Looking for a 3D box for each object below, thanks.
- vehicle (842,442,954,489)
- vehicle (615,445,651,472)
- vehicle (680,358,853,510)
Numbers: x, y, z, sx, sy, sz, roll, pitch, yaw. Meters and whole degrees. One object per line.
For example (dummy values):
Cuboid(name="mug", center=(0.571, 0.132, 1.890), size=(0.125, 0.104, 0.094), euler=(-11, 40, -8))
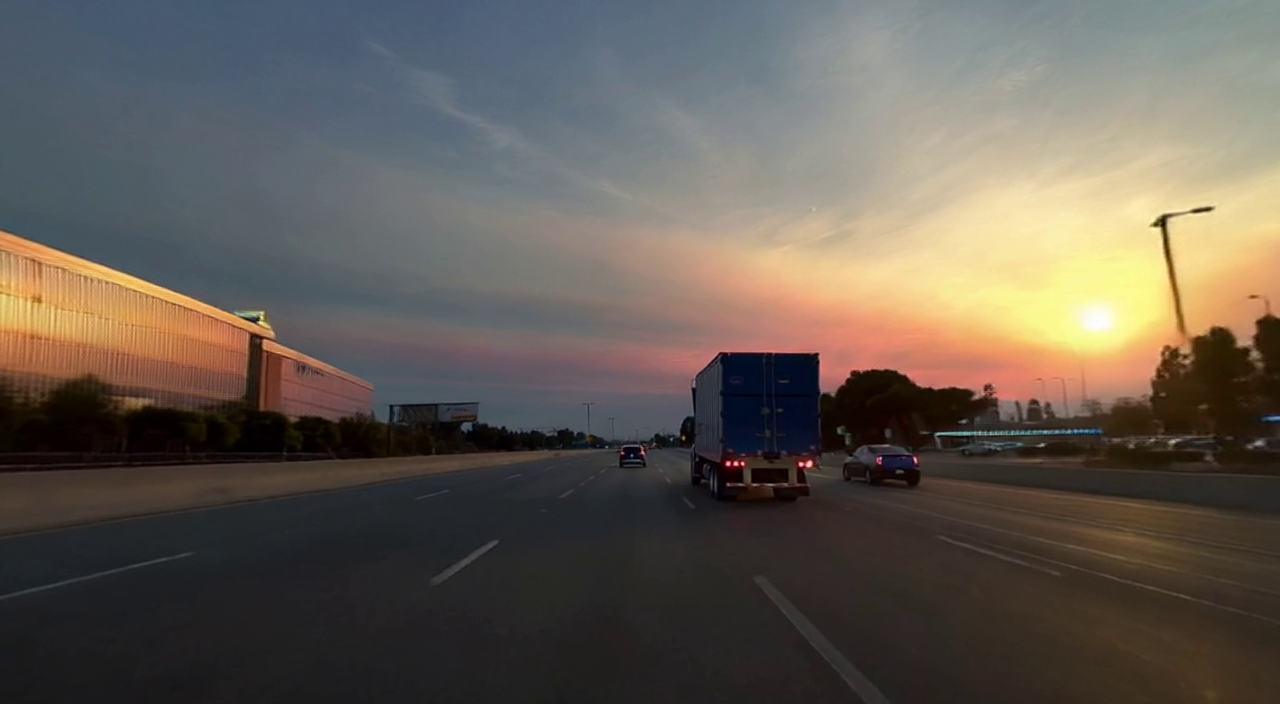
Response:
Cuboid(name="vehicle", center=(9.141, 4.050, 22.895), size=(2.105, 1.494, 4.537), euler=(0, -9, 0))
Cuboid(name="vehicle", center=(-0.359, 6.050, 36.077), size=(1.929, 1.395, 3.999), euler=(0, -9, 0))
Cuboid(name="vehicle", center=(3.114, 2.595, 19.409), size=(2.934, 3.325, 10.986), euler=(0, -9, -1))
